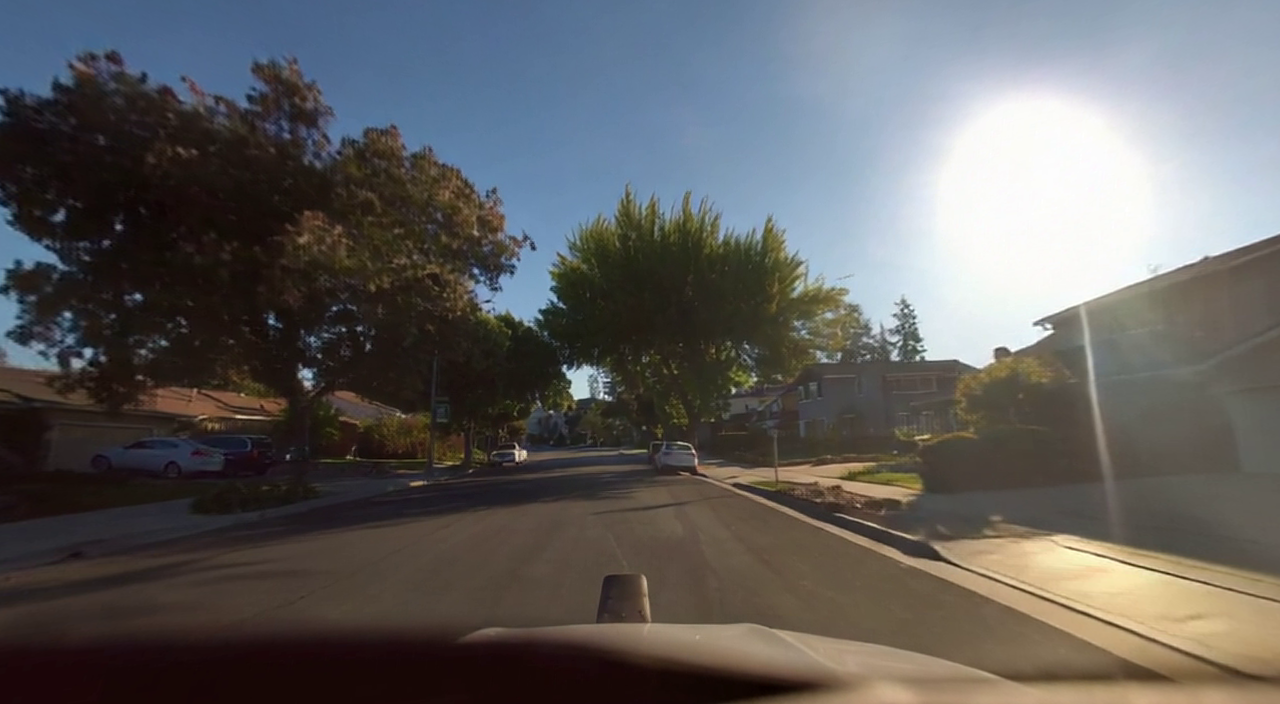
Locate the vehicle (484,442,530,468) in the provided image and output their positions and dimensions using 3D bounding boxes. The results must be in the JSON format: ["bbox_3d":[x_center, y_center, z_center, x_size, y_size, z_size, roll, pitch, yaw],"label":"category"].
[{"bbox_3d":[-8.736,6.868,41.710,1.943,1.433,4.717,-6,-10,0],"label":"vehicle"}]

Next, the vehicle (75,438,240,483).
[{"bbox_3d":[-17.052,3.821,22.335,4.344,1.483,1.928,-1,-8,4],"label":"vehicle"}]

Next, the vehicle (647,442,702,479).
[{"bbox_3d":[1.402,4.674,27.381,2.088,1.429,4.796,0,-8,0],"label":"vehicle"}]
